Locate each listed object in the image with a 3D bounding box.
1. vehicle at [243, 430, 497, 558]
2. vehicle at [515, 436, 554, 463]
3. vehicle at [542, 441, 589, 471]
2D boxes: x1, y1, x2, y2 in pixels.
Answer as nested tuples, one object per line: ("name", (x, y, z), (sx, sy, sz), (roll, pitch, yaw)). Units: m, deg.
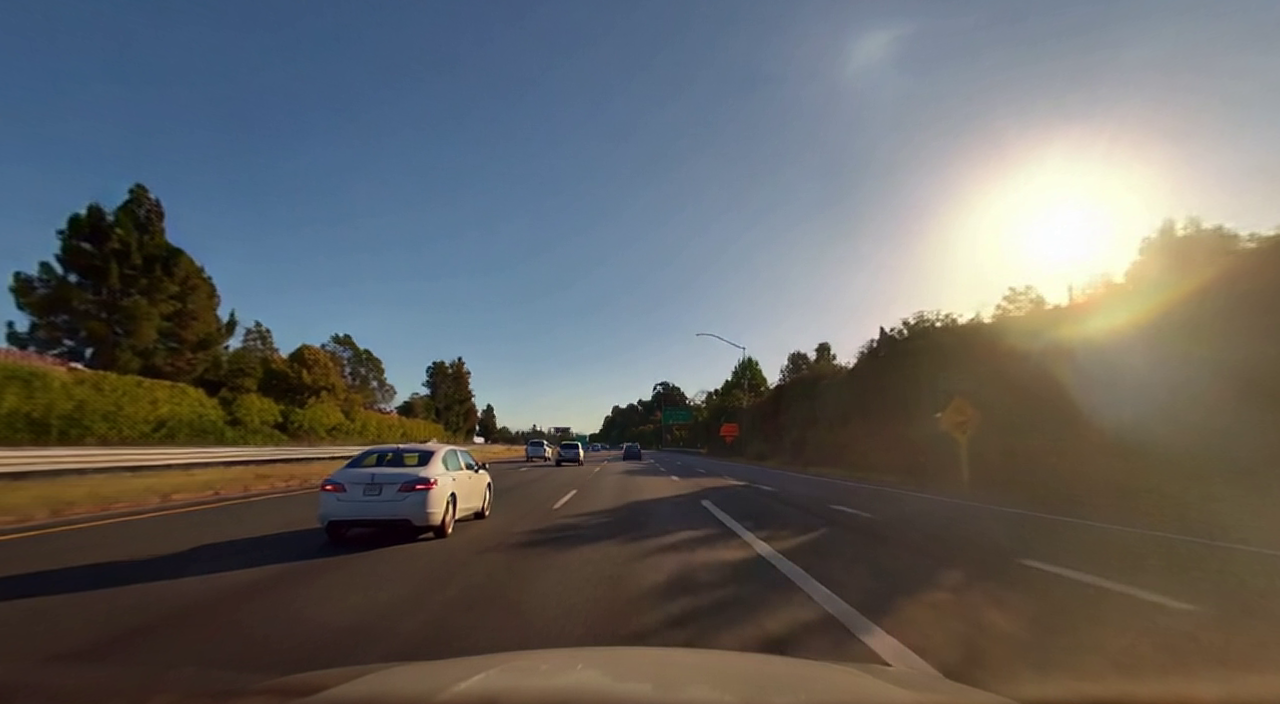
("vehicle", (-3.719, 2.021, 9.801), (2.025, 1.506, 4.429), (0, -8, -1))
("vehicle", (-8.001, 7.418, 48.186), (2.171, 1.982, 5.246), (0, -8, -1))
("vehicle", (-4.035, 5.715, 34.960), (2.068, 1.501, 4.395), (0, -8, -1))
